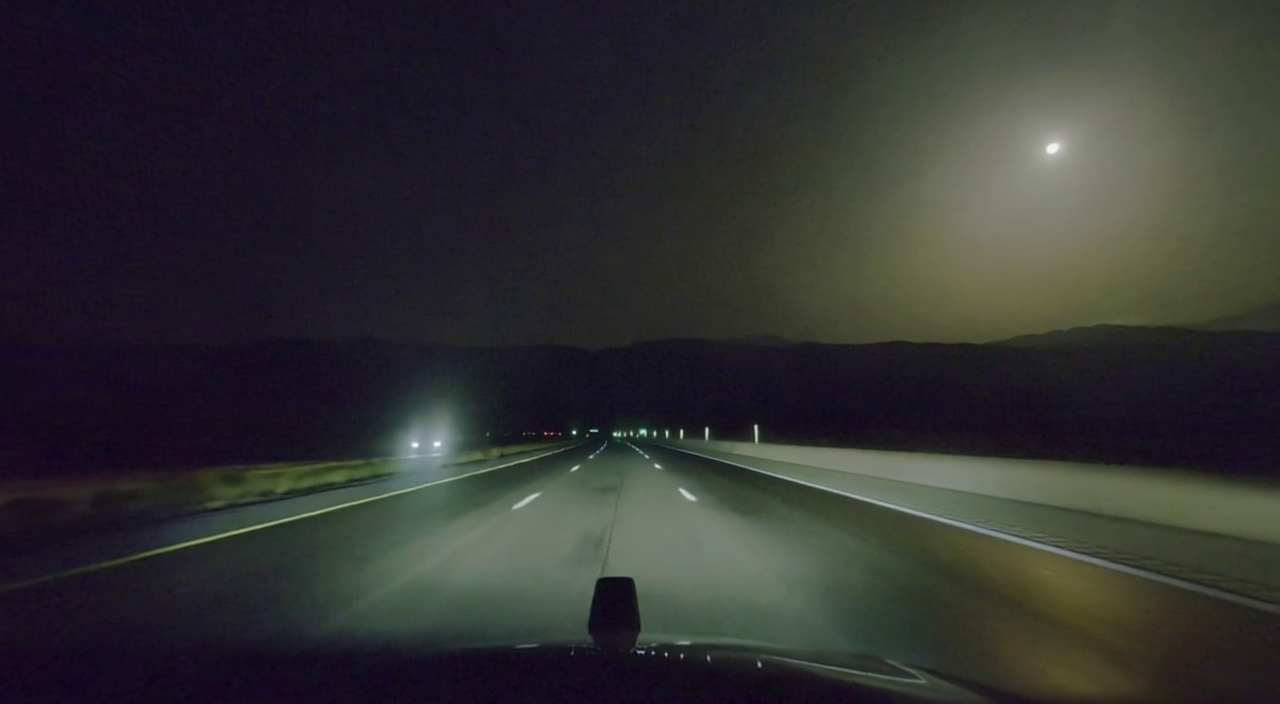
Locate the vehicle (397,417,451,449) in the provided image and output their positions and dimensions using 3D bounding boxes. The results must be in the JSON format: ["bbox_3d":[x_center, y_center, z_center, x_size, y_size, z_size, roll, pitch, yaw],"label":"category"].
[{"bbox_3d":[-16.985,6.452,49.844,2.282,2.406,5.880,0,-8,-1],"label":"vehicle"}]
